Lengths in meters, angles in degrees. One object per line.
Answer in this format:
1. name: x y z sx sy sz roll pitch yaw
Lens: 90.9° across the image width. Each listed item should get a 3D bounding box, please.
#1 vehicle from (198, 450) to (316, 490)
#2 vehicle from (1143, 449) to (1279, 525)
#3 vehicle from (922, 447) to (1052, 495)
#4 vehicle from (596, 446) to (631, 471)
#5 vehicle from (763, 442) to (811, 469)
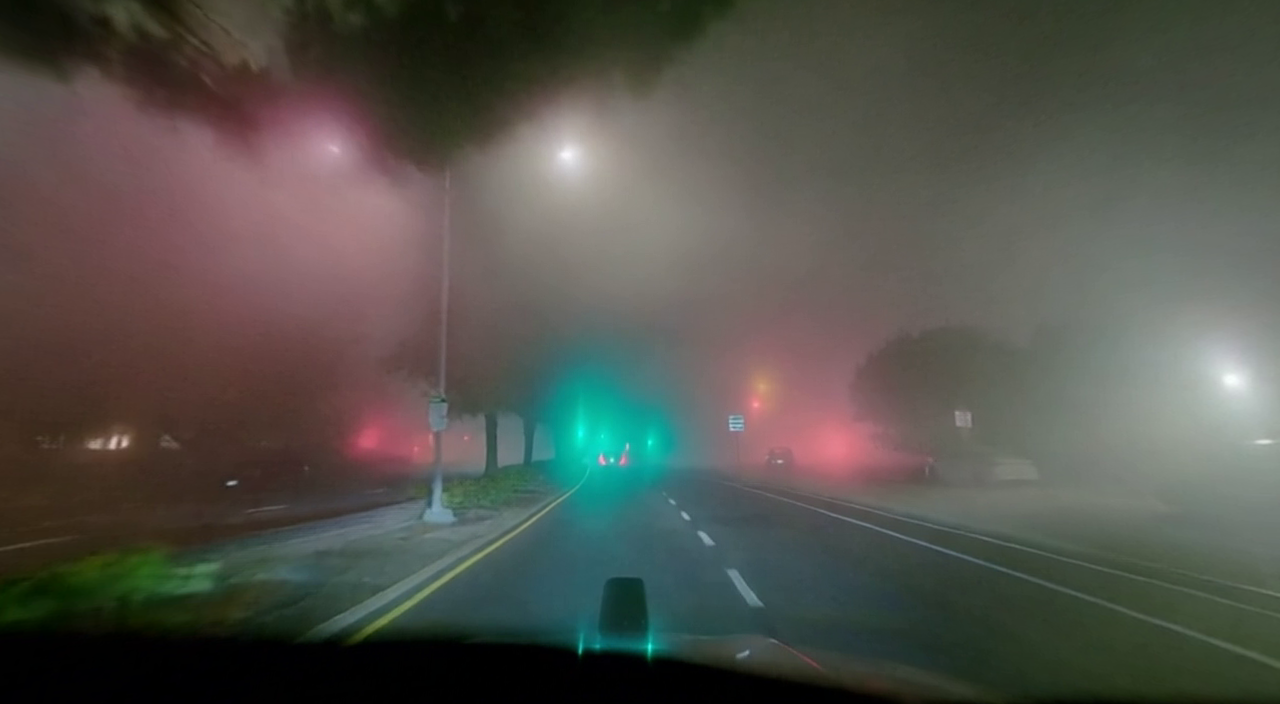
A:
1. vehicle: -15.330 4.713 25.564 2.070 1.469 4.524 0 -9 -2
2. vehicle: 11.603 2.296 10.835 2.015 1.231 4.748 0 -9 0
3. vehicle: 11.650 3.986 21.573 1.839 1.445 4.484 0 -9 -1
4. vehicle: -1.710 6.738 40.051 2.113 1.462 4.203 1 -9 -4
5. vehicle: 10.227 7.245 44.211 2.145 1.795 4.992 0 -9 -1
